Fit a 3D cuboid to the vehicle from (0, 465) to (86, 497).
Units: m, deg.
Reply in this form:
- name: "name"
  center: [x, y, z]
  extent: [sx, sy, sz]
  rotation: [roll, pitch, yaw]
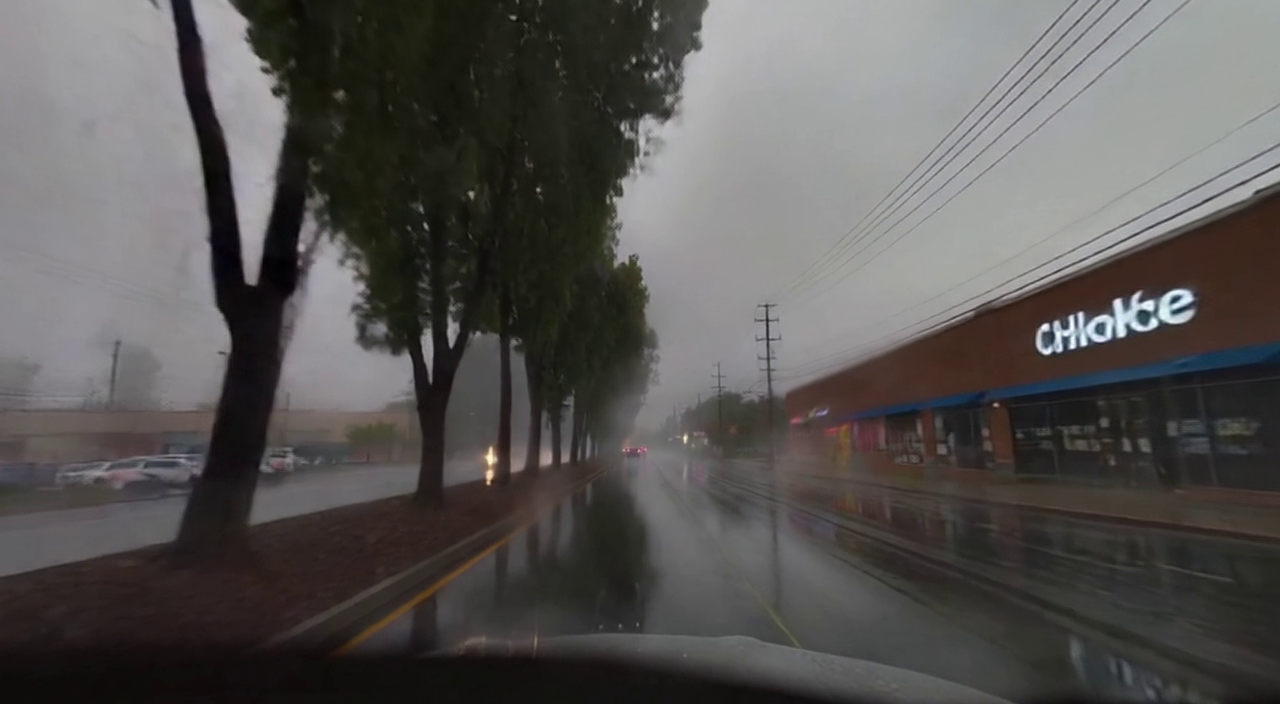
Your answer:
- name: "vehicle"
  center: [-35.832, 7.654, 37.797]
  extent: [1.753, 1.479, 3.925]
  rotation: [-2, -6, 2]

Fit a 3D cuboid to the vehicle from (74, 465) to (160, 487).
- name: "vehicle"
  center: [-38.275, 9.093, 46.293]
  extent: [1.864, 1.501, 4.419]
  rotation: [-7, -13, 40]

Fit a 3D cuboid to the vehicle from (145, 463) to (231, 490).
- name: "vehicle"
  center: [-30.110, 8.263, 42.115]
  extent: [4.377, 1.520, 1.843]
  rotation: [-3, -9, 3]

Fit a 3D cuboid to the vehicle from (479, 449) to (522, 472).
- name: "vehicle"
  center: [-9.544, 7.424, 43.542]
  extent: [1.900, 1.488, 4.675]
  rotation: [0, -9, 0]

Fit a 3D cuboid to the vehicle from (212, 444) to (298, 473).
- name: "vehicle"
  center: [-29.999, 8.319, 49.381]
  extent: [5.145, 1.979, 2.281]
  rotation: [-2, -9, -3]
